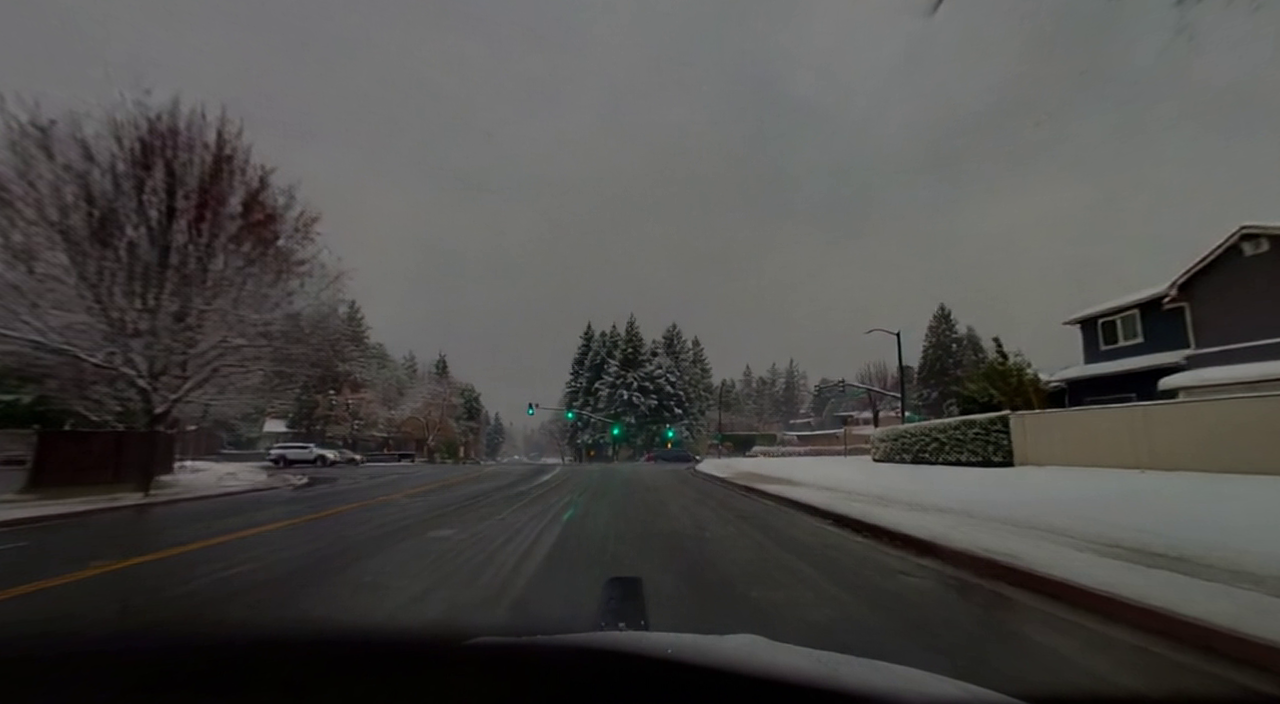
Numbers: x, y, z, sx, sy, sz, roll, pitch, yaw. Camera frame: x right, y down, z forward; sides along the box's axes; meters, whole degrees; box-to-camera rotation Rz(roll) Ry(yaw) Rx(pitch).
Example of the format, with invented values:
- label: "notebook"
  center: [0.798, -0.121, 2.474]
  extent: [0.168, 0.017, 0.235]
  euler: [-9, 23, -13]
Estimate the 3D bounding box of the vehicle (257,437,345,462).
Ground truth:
- label: "vehicle"
  center: [-24.728, 7.114, 46.186]
  extent: [5.107, 1.749, 2.254]
  euler: [0, -8, -6]
